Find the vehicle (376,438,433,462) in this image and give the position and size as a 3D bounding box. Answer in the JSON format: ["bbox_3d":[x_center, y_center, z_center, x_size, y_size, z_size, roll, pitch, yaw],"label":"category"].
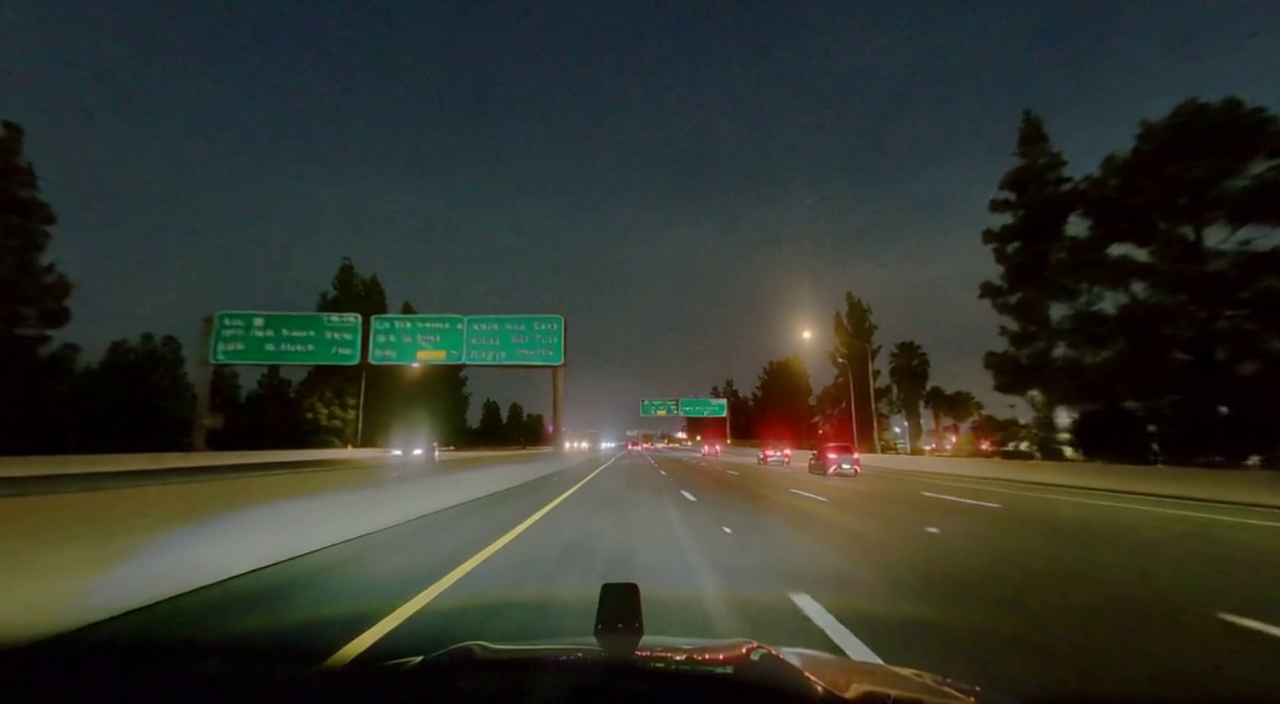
[{"bbox_3d":[-15.731,6.581,42.471,1.968,1.501,4.695,0,-9,1],"label":"vehicle"}]
